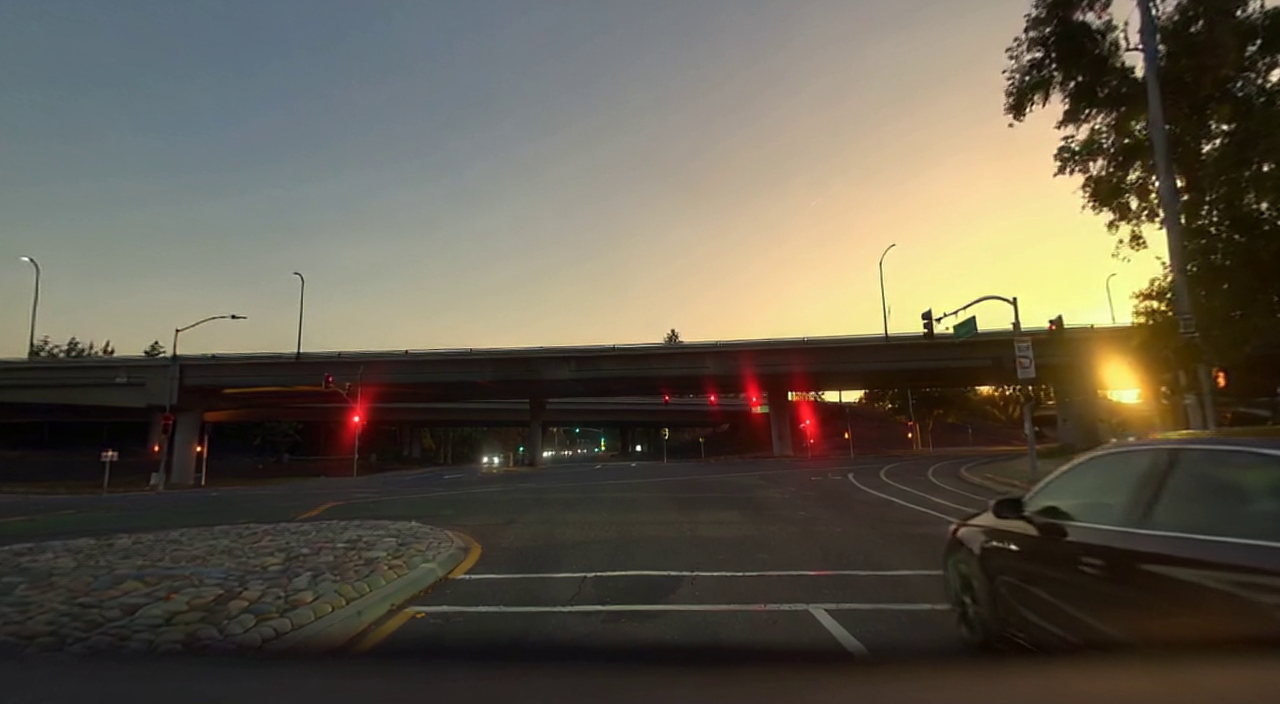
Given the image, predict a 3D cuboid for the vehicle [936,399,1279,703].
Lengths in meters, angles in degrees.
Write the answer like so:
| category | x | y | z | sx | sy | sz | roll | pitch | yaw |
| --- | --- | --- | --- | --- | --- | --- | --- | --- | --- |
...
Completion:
| category | x | y | z | sx | sy | sz | roll | pitch | yaw |
| --- | --- | --- | --- | --- | --- | --- | --- | --- | --- |
| vehicle | 2.802 | 0.815 | 1.583 | 1.909 | 1.425 | 4.521 | 0 | -9 | 0 |
